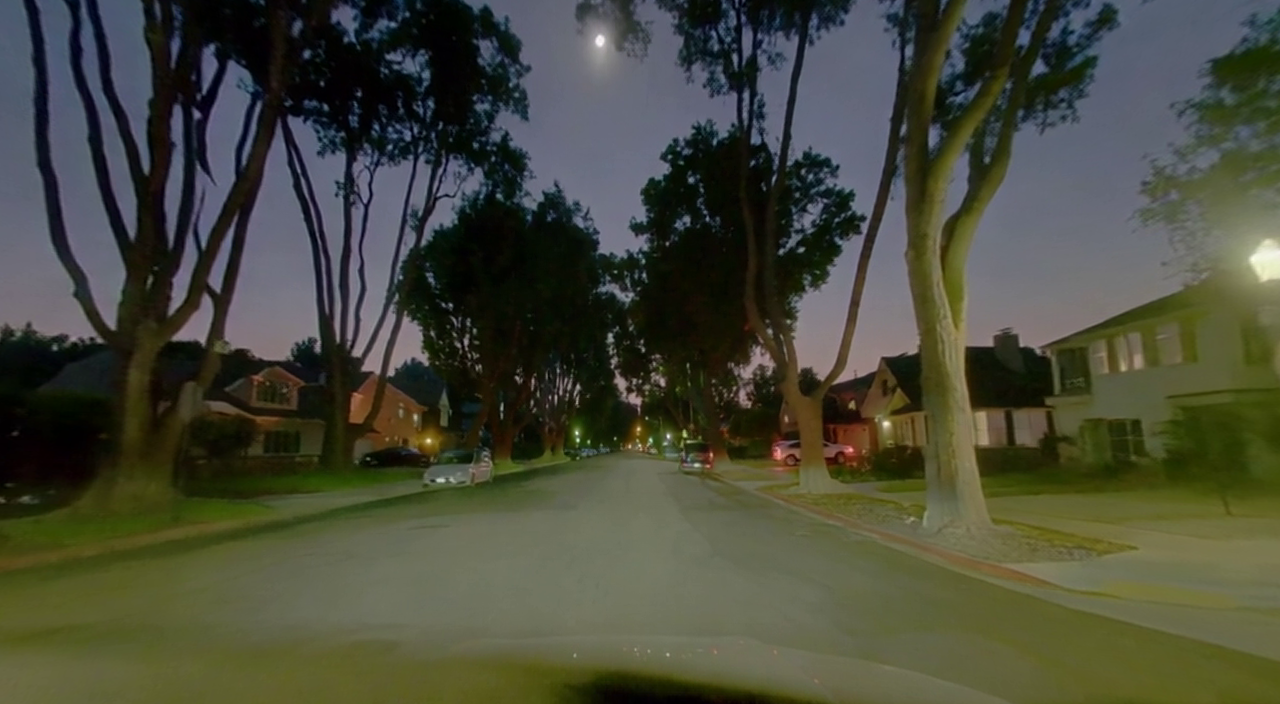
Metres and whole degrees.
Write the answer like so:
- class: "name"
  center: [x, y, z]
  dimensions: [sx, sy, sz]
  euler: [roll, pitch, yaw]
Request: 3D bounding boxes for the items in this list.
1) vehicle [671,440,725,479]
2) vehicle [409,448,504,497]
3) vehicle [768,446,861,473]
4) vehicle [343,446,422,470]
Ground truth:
- class: "vehicle"
  center: [2.952, 5.651, 33.475]
  dimensions: [2.241, 1.875, 5.059]
  euler: [0, -8, -2]
- class: "vehicle"
  center: [-6.559, 4.315, 23.094]
  dimensions: [2.099, 1.399, 4.357]
  euler: [-4, -8, 1]
- class: "vehicle"
  center: [10.131, 6.274, 37.075]
  dimensions: [5.041, 1.486, 1.969]
  euler: [-1, -9, 9]
- class: "vehicle"
  center: [-16.487, 6.818, 40.583]
  dimensions: [4.276, 1.463, 1.832]
  euler: [-1, -9, 6]
